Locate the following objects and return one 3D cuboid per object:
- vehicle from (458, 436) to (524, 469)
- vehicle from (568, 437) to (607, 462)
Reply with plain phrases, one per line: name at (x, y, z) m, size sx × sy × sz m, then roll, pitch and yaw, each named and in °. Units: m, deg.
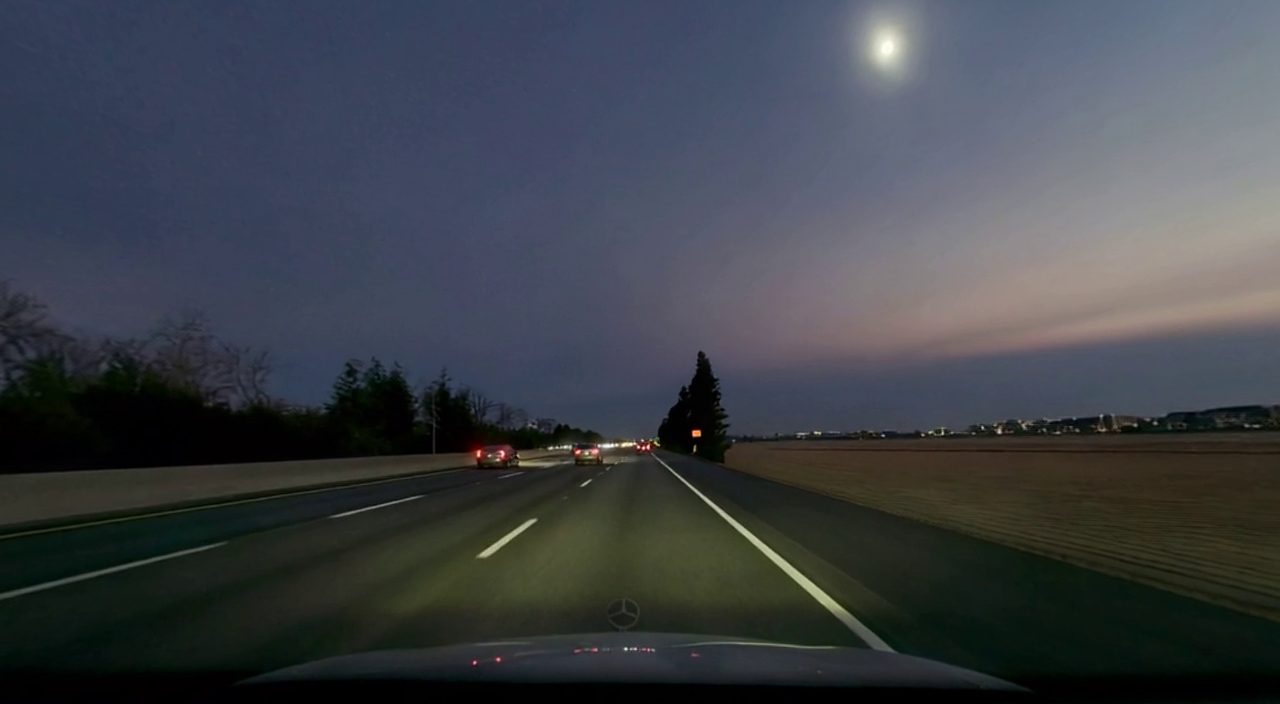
vehicle at (-7.304, 4.986, 31.438) m, size 2.034 × 1.523 × 4.627 m, roll 0°, pitch -8°, yaw 2°
vehicle at (-3.429, 6.508, 42.076) m, size 2.083 × 1.588 × 4.801 m, roll 0°, pitch -8°, yaw 1°
